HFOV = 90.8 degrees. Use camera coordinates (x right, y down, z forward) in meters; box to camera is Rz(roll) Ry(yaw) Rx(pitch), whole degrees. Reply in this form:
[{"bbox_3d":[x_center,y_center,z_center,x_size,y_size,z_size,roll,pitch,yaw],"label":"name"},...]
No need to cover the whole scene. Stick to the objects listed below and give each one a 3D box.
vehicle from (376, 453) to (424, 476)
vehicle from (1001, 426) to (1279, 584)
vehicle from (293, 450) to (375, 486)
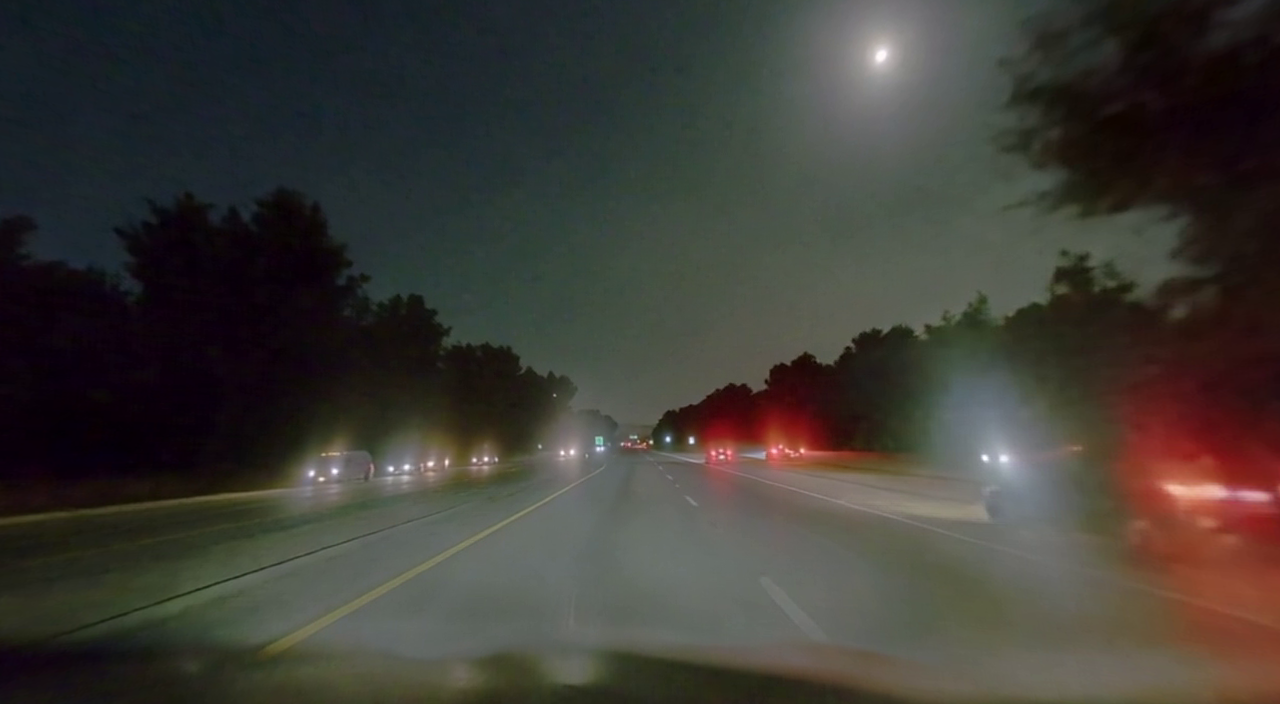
[{"bbox_3d":[-17.928,8.400,47.405,1.851,1.563,4.336,0,-9,0],"label":"vehicle"},{"bbox_3d":[7.245,1.872,8.634,1.838,1.554,4.607,0,-9,-1],"label":"vehicle"},{"bbox_3d":[-17.761,6.708,37.043,1.999,1.875,5.842,0,-8,-1],"label":"vehicle"}]
